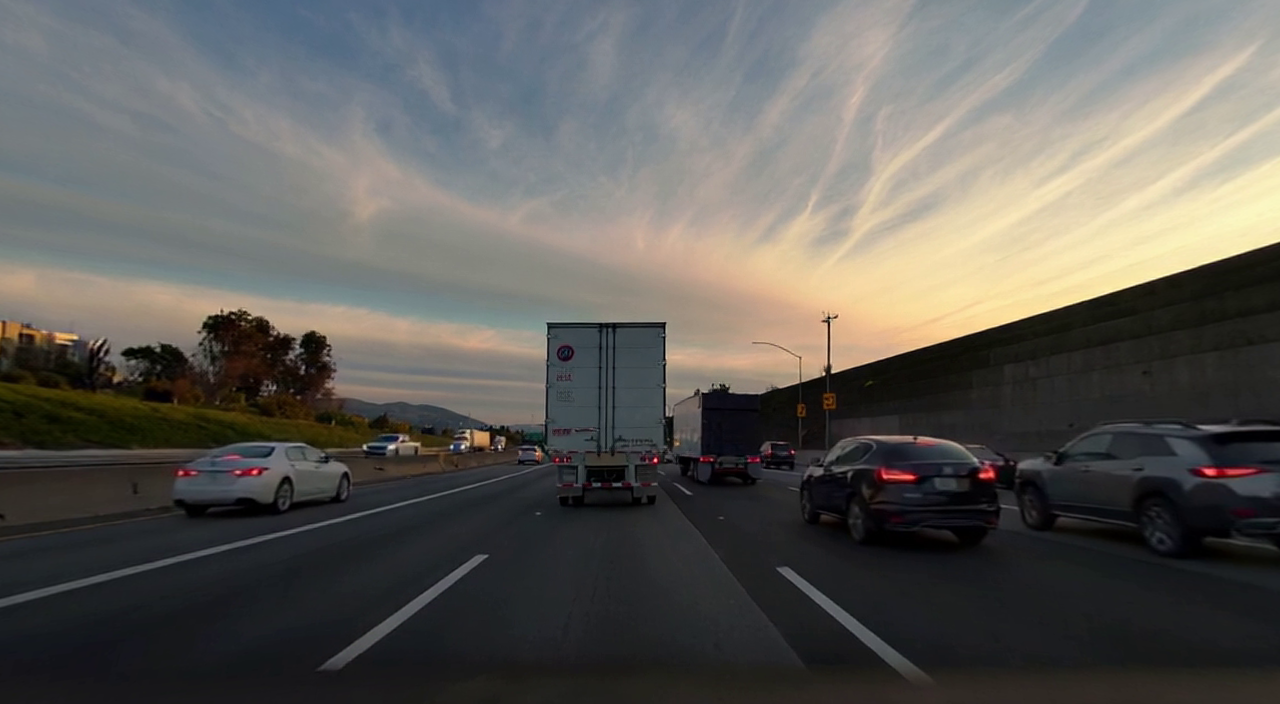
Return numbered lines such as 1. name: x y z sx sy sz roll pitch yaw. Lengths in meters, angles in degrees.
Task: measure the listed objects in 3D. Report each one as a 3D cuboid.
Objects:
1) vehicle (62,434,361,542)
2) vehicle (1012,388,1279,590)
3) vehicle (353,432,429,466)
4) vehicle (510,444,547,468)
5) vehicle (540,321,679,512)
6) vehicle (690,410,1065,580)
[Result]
1. vehicle: -7.030 2.262 11.232 1.973 1.471 4.779 0 -9 0
2. vehicle: 7.058 1.568 7.775 2.070 1.888 4.546 0 -9 -1
3. vehicle: -13.614 5.347 34.946 2.050 1.703 5.398 0 -9 -1
4. vehicle: -8.444 7.920 48.186 2.088 1.726 4.545 0 -9 -2
5. vehicle: -0.684 2.145 18.766 2.906 4.040 10.743 0 -9 0
6. vehicle: 3.334 2.776 14.730 2.869 1.940 14.755 0 -9 -1
